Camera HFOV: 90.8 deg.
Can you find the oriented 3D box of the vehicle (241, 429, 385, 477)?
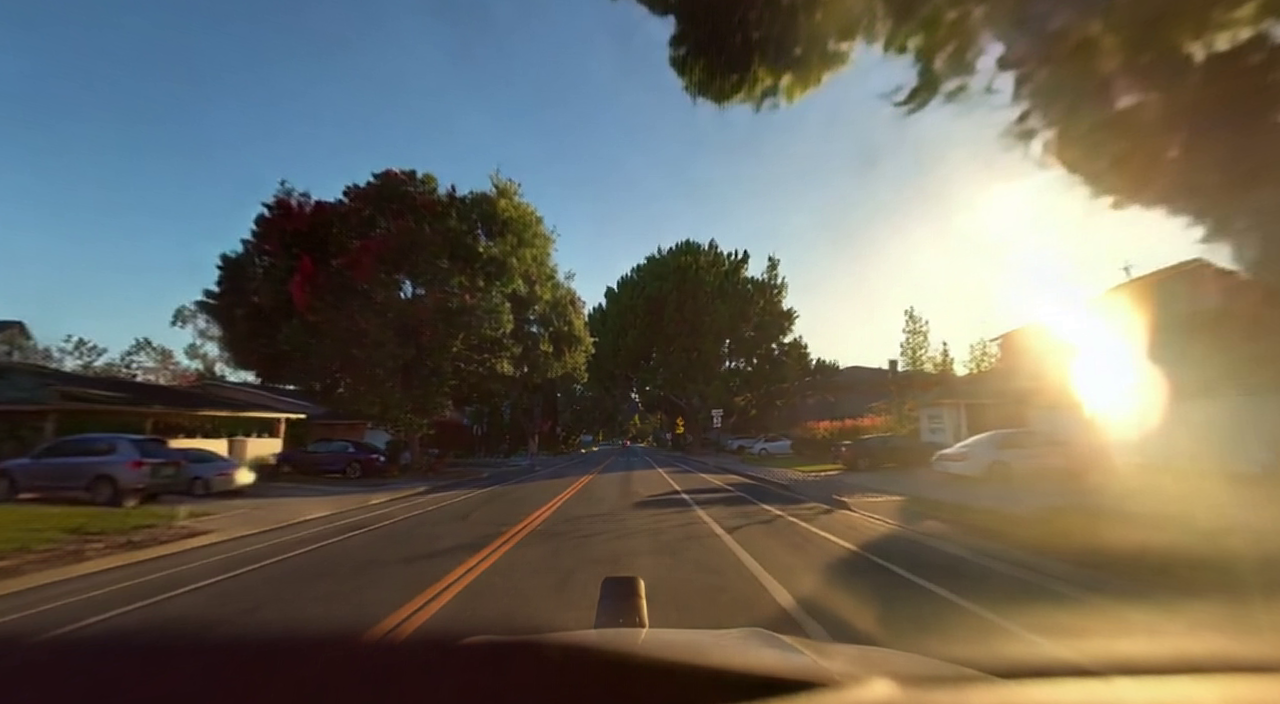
[{"bbox_3d":[-12.856,4.002,25.074,4.549,1.802,2.081,0,-8,1],"label":"vehicle"}]

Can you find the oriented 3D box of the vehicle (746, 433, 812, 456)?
[{"bbox_3d":[10.742,7.183,49.008,4.493,1.493,1.926,-3,-8,-4],"label":"vehicle"}]

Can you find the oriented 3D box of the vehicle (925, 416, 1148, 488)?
[{"bbox_3d":[10.712,2.731,17.336,4.751,1.518,1.885,-4,-8,-1],"label":"vehicle"}]

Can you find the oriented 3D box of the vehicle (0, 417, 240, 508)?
[{"bbox_3d":[-12.450,2.522,14.635,5.009,1.880,1.961,-1,-7,1],"label":"vehicle"}]
